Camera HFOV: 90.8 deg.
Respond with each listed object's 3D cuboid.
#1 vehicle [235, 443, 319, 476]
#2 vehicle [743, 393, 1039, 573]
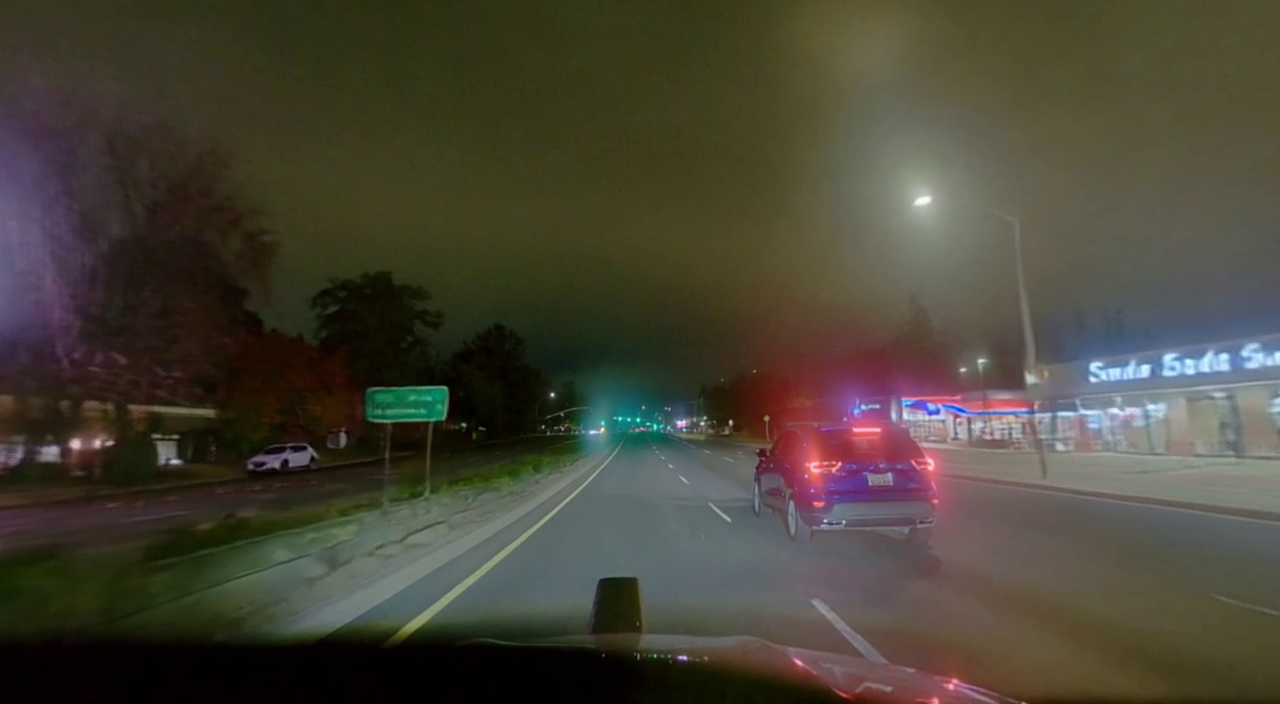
[{"bbox_3d":[-19.409,5.729,34.021,1.988,1.634,4.301,0,-9,-1],"label":"vehicle"},{"bbox_3d":[2.898,1.659,8.706,2.130,1.790,4.615,0,-9,0],"label":"vehicle"}]
